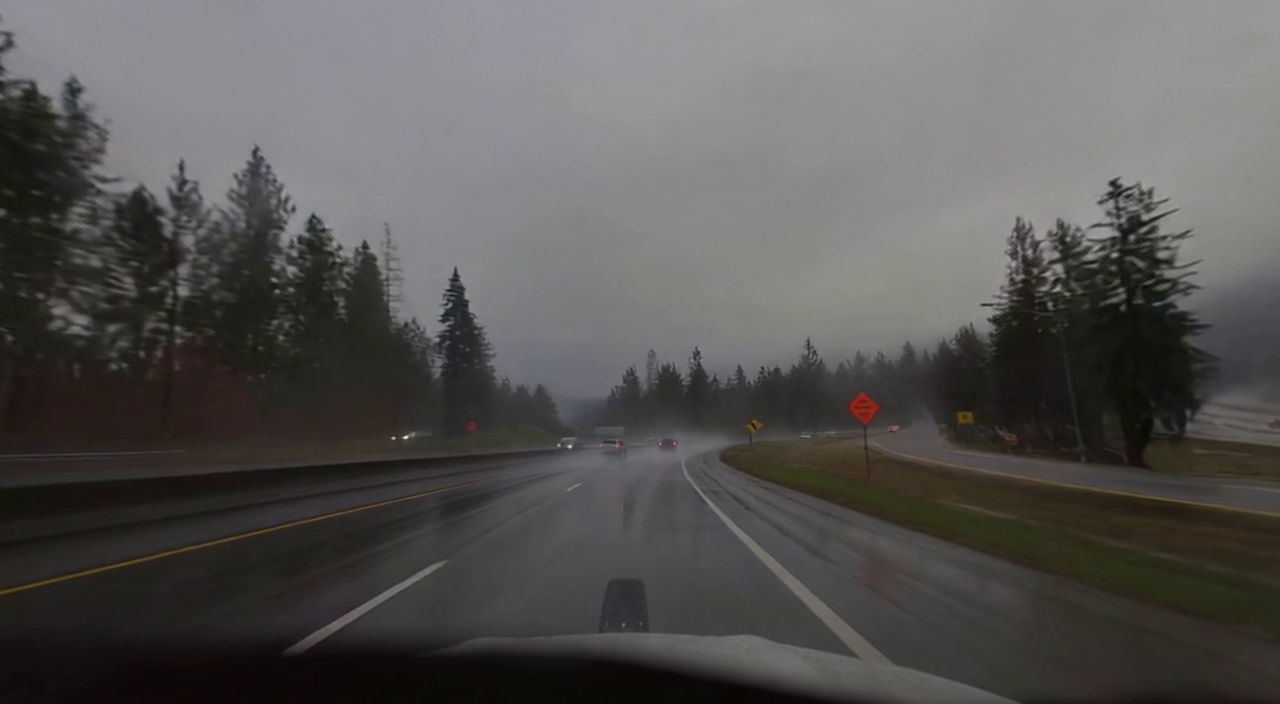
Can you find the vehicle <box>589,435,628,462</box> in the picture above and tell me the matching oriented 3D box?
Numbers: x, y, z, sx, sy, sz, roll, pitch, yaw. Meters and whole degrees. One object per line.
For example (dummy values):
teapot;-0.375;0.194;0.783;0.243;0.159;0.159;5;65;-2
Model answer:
vehicle;-2.094;6.646;43.357;2.129;1.742;4.217;-1;-8;5
